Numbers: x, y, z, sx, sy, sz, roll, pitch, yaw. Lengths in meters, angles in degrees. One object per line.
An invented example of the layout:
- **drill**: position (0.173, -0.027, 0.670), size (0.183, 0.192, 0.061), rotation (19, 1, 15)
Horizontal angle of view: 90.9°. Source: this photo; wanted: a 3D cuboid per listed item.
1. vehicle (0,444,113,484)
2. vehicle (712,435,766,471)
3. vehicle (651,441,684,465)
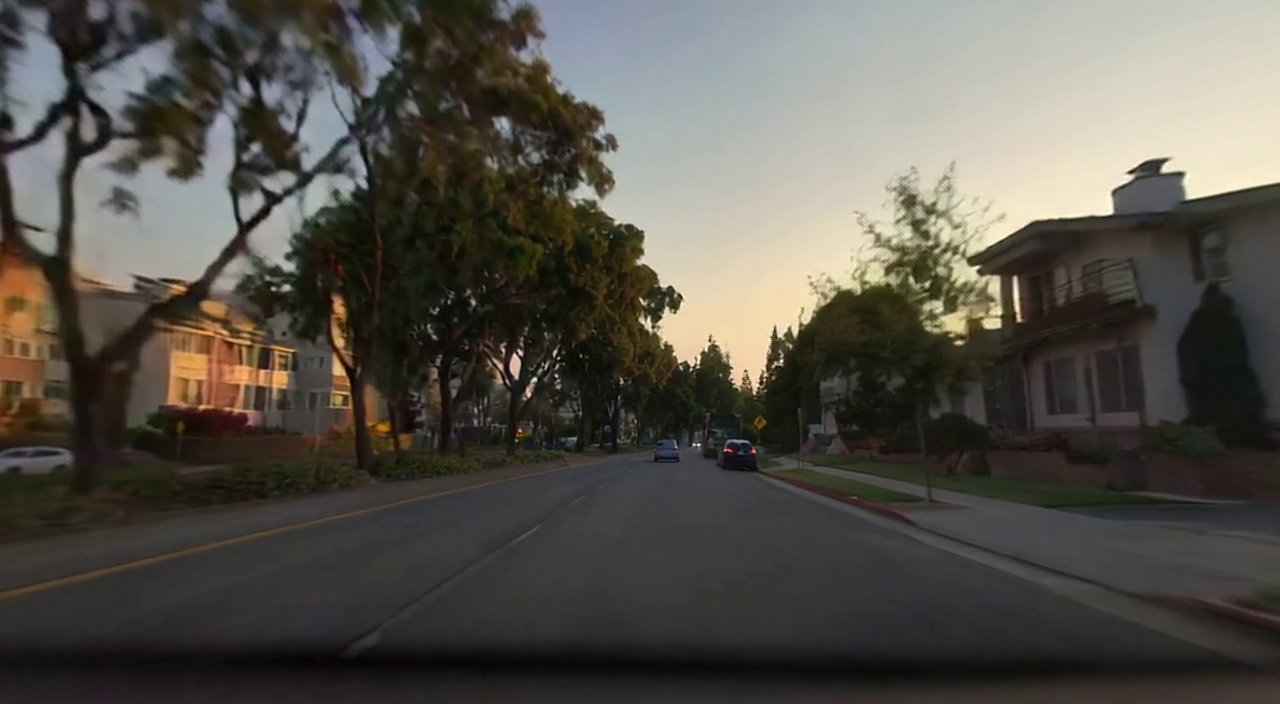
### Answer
- **vehicle**: position (-24.820, 4.635, 26.284), size (1.841, 1.493, 4.335), rotation (-2, -9, 2)
- **vehicle**: position (4.911, 5.110, 31.976), size (2.121, 1.659, 4.675), rotation (0, -8, 2)
- **vehicle**: position (1.690, 6.106, 38.410), size (1.871, 1.370, 4.206), rotation (-1, -8, 3)
